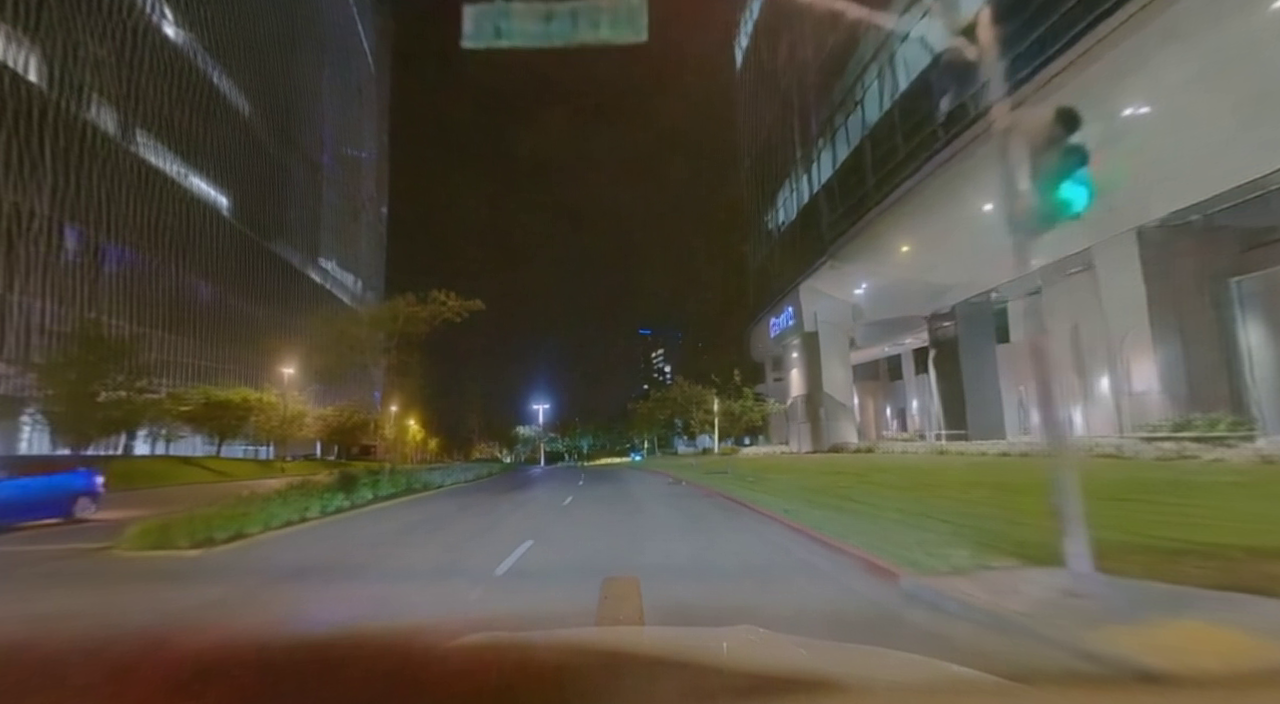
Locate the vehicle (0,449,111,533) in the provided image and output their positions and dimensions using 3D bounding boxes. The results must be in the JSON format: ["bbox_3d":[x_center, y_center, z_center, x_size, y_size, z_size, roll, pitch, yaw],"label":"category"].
[{"bbox_3d":[-12.683,2.601,11.833,1.906,1.502,4.396,1,-8,-5],"label":"vehicle"}]
